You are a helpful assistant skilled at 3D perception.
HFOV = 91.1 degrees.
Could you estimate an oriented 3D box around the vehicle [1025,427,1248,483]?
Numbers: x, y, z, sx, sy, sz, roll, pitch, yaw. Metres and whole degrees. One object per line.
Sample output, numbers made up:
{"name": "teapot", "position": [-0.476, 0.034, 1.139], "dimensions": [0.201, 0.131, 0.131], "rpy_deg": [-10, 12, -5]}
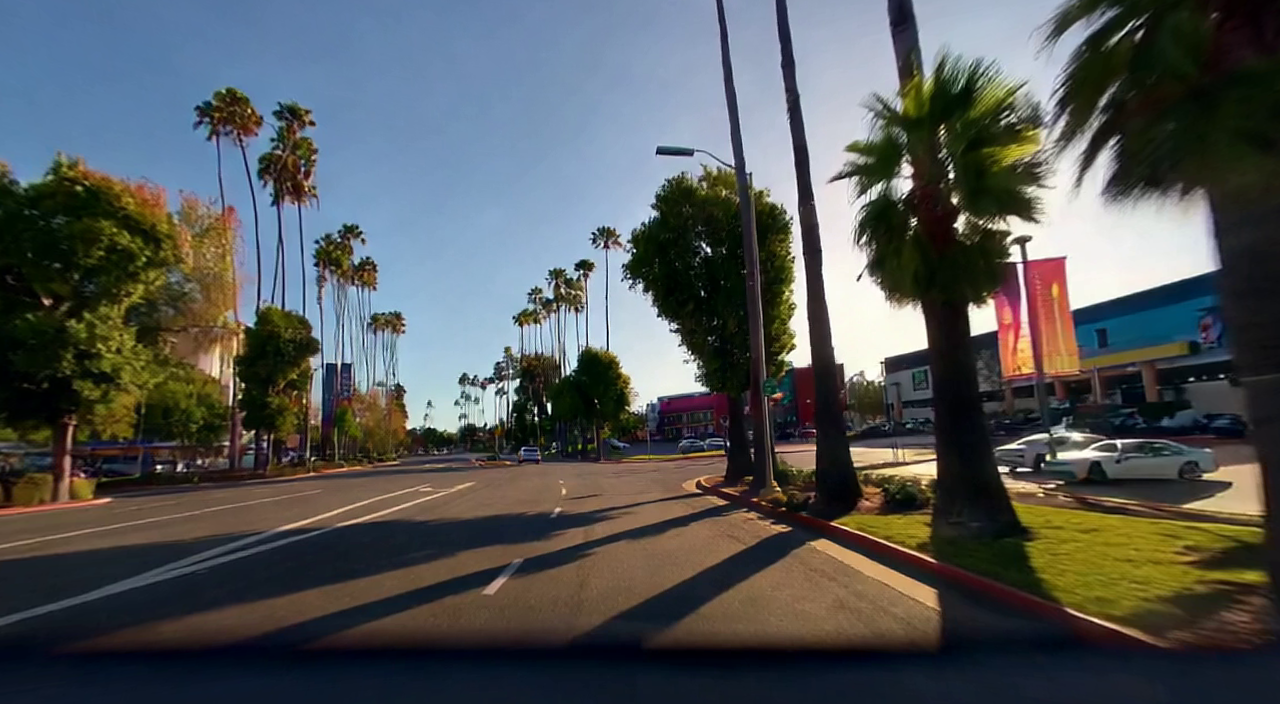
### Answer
{"name": "vehicle", "position": [13.989, 2.927, 17.927], "dimensions": [4.626, 1.496, 1.895], "rpy_deg": [-1, -9, 3]}
